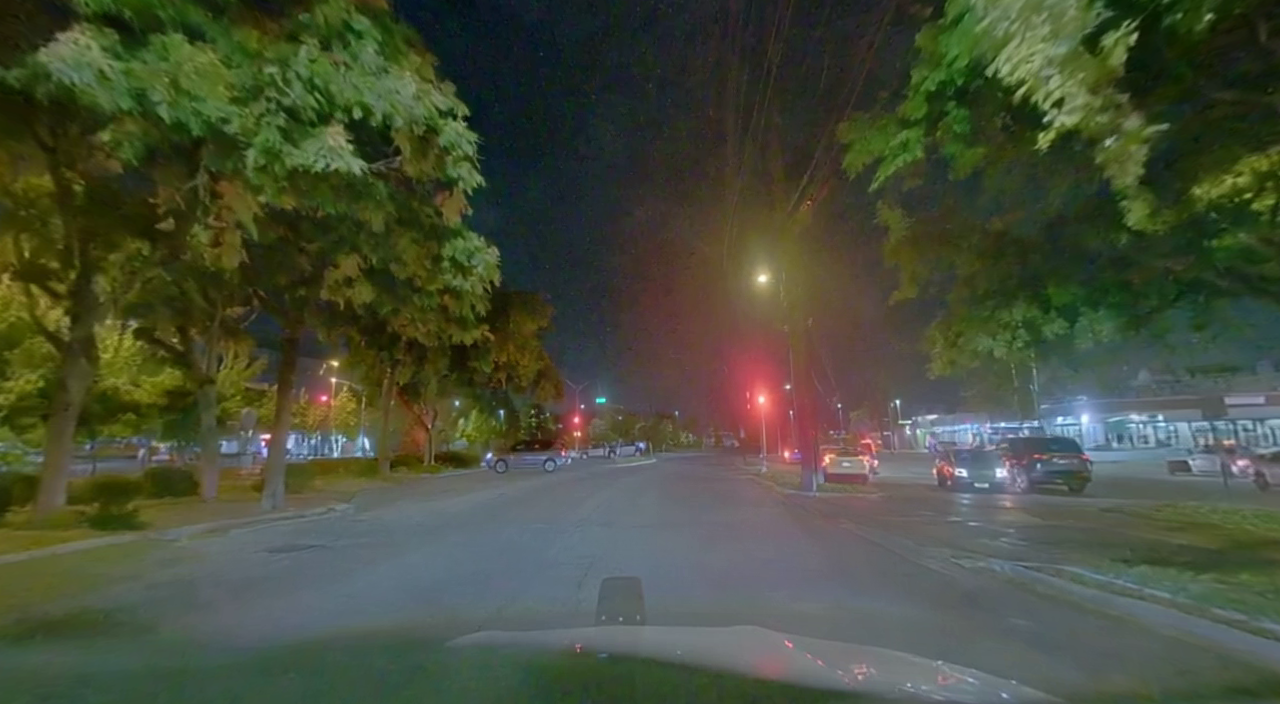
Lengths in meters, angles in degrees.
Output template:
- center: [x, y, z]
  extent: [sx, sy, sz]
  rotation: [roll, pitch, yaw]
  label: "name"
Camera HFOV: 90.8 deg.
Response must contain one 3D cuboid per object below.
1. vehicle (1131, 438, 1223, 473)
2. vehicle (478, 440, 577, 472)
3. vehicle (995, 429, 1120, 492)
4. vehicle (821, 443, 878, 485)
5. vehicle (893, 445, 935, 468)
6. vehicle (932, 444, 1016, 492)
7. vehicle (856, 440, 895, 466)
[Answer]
- center: [31.533, 6.072, 37.321]
  extent: [2.056, 1.878, 5.238]
  rotation: [-2, -9, 16]
  label: "vehicle"
- center: [-5.410, 5.034, 30.745]
  extent: [4.376, 1.476, 1.791]
  rotation: [-1, -8, 5]
  label: "vehicle"
- center: [14.540, 3.800, 22.470]
  extent: [2.265, 1.919, 5.745]
  rotation: [-4, -9, 19]
  label: "vehicle"
- center: [8.165, 4.330, 24.848]
  extent: [1.867, 1.479, 4.452]
  rotation: [-2, -9, 16]
  label: "vehicle"
- center: [18.043, 6.871, 41.713]
  extent: [1.936, 1.391, 3.874]
  rotation: [-2, -9, 15]
  label: "vehicle"
- center: [12.303, 4.233, 23.584]
  extent: [2.031, 1.592, 4.470]
  rotation: [-3, -9, 19]
  label: "vehicle"
- center: [15.663, 6.726, 42.182]
  extent: [1.921, 1.657, 4.400]
  rotation: [-2, -9, 15]
  label: "vehicle"
